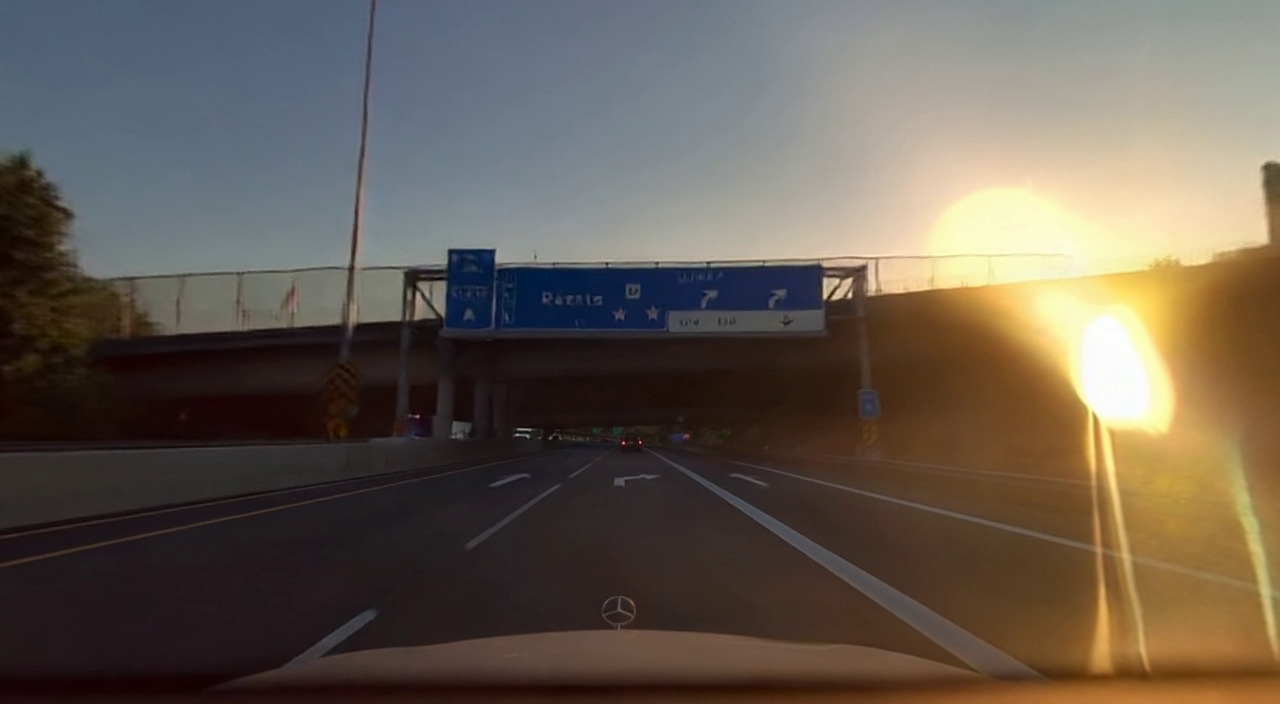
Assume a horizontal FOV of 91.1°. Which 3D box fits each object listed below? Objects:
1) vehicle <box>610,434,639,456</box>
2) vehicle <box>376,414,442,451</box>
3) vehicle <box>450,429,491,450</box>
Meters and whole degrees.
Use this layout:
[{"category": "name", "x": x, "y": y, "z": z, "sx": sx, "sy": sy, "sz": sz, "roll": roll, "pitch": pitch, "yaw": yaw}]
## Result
[{"category": "vehicle", "x": -1.162, "y": 6.817, "z": 46.367, "sx": 2.025, "sy": 1.519, "sz": 3.924, "roll": 0, "pitch": -8, "yaw": -2}, {"category": "vehicle", "x": -17.566, "y": 6.211, "z": 48.334, "sx": 2.504, "sy": 2.564, "sz": 6.827, "roll": 0, "pitch": -8, "yaw": -1}, {"category": "vehicle", "x": -13.175, "y": 6.855, "z": 49.275, "sx": 1.927, "sy": 1.559, "sz": 4.766, "roll": 0, "pitch": -8, "yaw": -1}]
